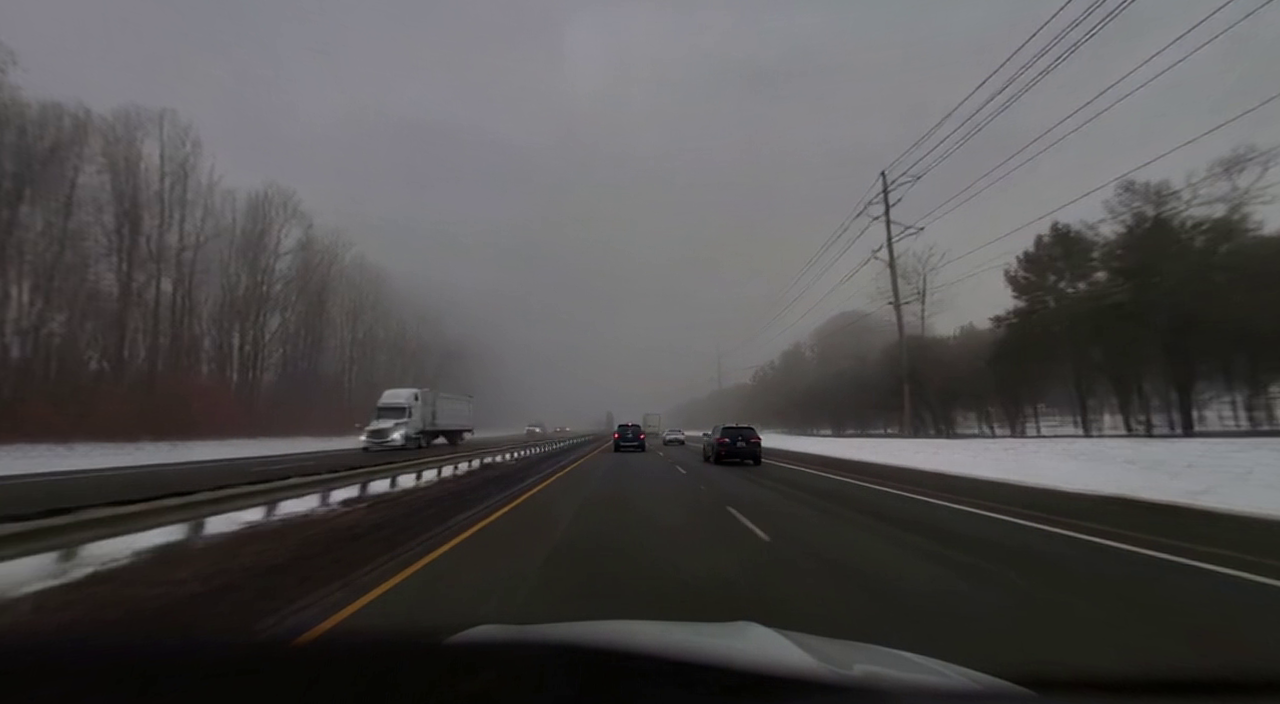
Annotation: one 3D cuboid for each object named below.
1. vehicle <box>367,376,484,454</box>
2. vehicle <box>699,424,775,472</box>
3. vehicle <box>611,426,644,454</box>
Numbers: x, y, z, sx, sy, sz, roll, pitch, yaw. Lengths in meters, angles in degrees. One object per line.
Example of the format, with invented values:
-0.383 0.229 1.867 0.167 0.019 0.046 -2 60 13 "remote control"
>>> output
-13.085 4.265 40.249 2.921 4.095 13.845 0 -8 -1 "vehicle"
3.422 3.477 22.984 2.062 1.581 3.914 0 -8 -1 "vehicle"
-0.789 5.548 39.730 2.019 1.642 3.790 0 -8 -1 "vehicle"
